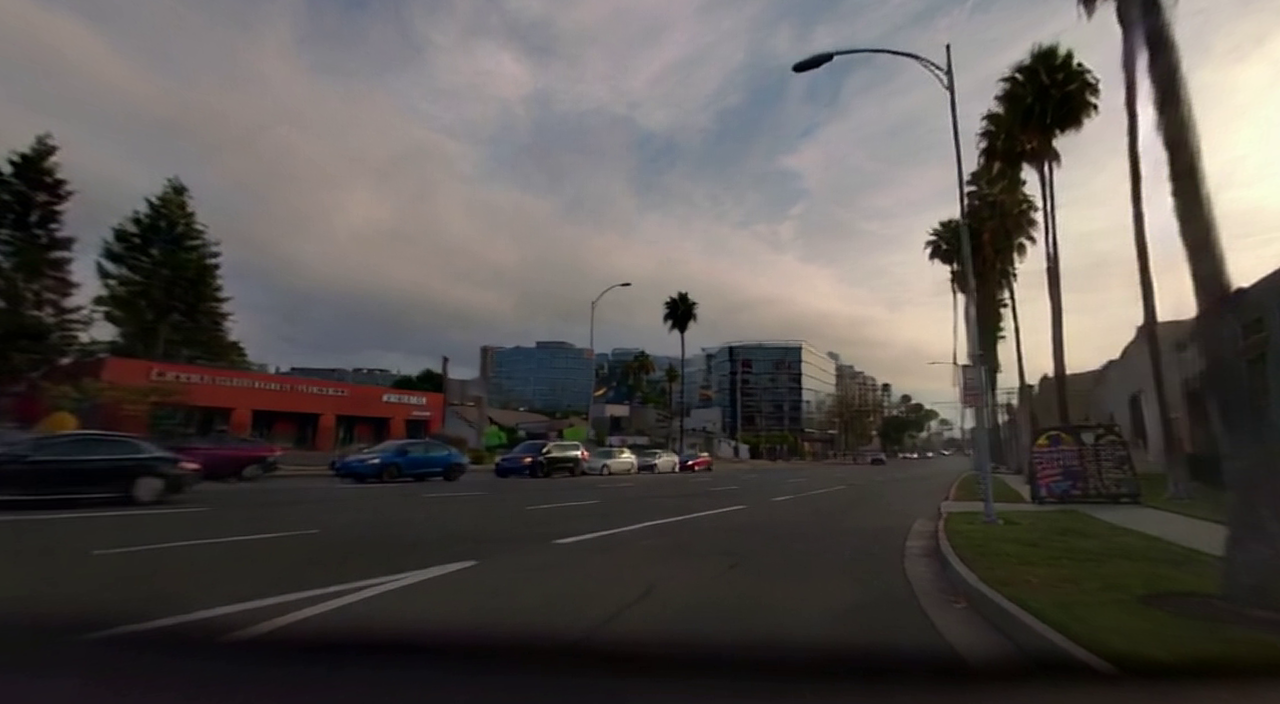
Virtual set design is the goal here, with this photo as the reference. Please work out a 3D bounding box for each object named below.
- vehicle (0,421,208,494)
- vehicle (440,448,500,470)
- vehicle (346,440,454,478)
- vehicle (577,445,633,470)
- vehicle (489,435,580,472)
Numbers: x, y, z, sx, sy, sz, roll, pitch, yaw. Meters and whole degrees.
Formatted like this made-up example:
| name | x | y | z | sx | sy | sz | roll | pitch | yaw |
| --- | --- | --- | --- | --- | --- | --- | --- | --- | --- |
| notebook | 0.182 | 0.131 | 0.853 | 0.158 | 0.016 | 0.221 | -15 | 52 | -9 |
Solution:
| name | x | y | z | sx | sy | sz | roll | pitch | yaw |
| --- | --- | --- | --- | --- | --- | --- | --- | --- | --- |
| vehicle | -13.556 | 2.562 | 15.433 | 1.844 | 1.543 | 4.356 | -4 | -10 | 27 |
| vehicle | -12.171 | 7.706 | 45.282 | 1.806 | 1.500 | 4.118 | -4 | -10 | 27 |
| vehicle | -10.452 | 4.675 | 27.660 | 1.857 | 1.474 | 4.291 | -7 | -10 | 27 |
| vehicle | -2.282 | 7.095 | 42.375 | 1.813 | 1.535 | 4.306 | -5 | -10 | 28 |
| vehicle | -5.971 | 5.864 | 36.308 | 2.184 | 1.904 | 5.617 | -7 | -11 | 27 |
